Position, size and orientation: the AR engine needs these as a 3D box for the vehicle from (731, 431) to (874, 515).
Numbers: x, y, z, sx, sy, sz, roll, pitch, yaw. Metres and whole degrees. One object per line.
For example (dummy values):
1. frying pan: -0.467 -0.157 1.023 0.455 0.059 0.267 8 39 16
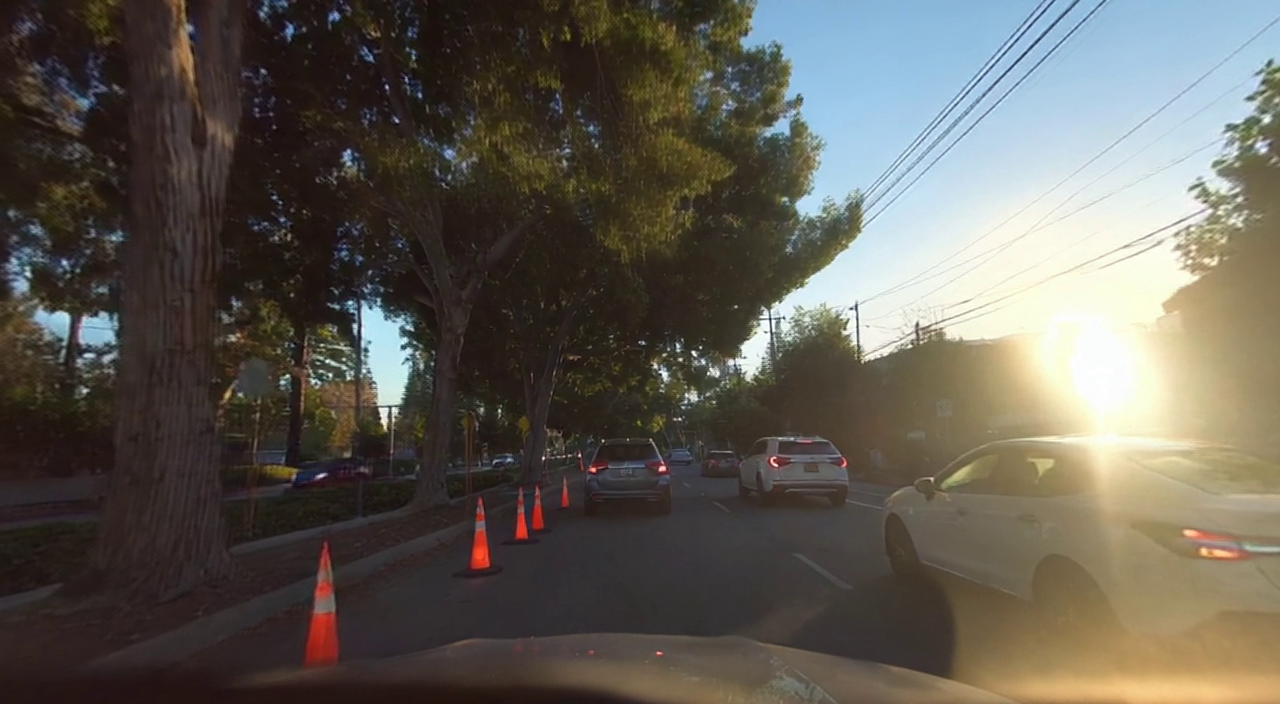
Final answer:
1. vehicle: 3.746 2.882 15.609 2.116 1.726 4.672 0 -8 -2

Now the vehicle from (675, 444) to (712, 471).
1. vehicle: 3.752 7.518 45.273 2.175 1.788 4.271 0 -8 -2

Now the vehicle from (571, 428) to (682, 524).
1. vehicle: -0.294 2.599 13.765 2.050 1.745 3.915 0 -8 -1

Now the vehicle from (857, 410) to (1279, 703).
1. vehicle: 3.393 1.265 4.539 1.977 1.460 4.565 0 -8 -1

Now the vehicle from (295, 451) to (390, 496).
1. vehicle: -12.664 5.152 27.241 1.911 1.693 4.452 -1 -8 0
